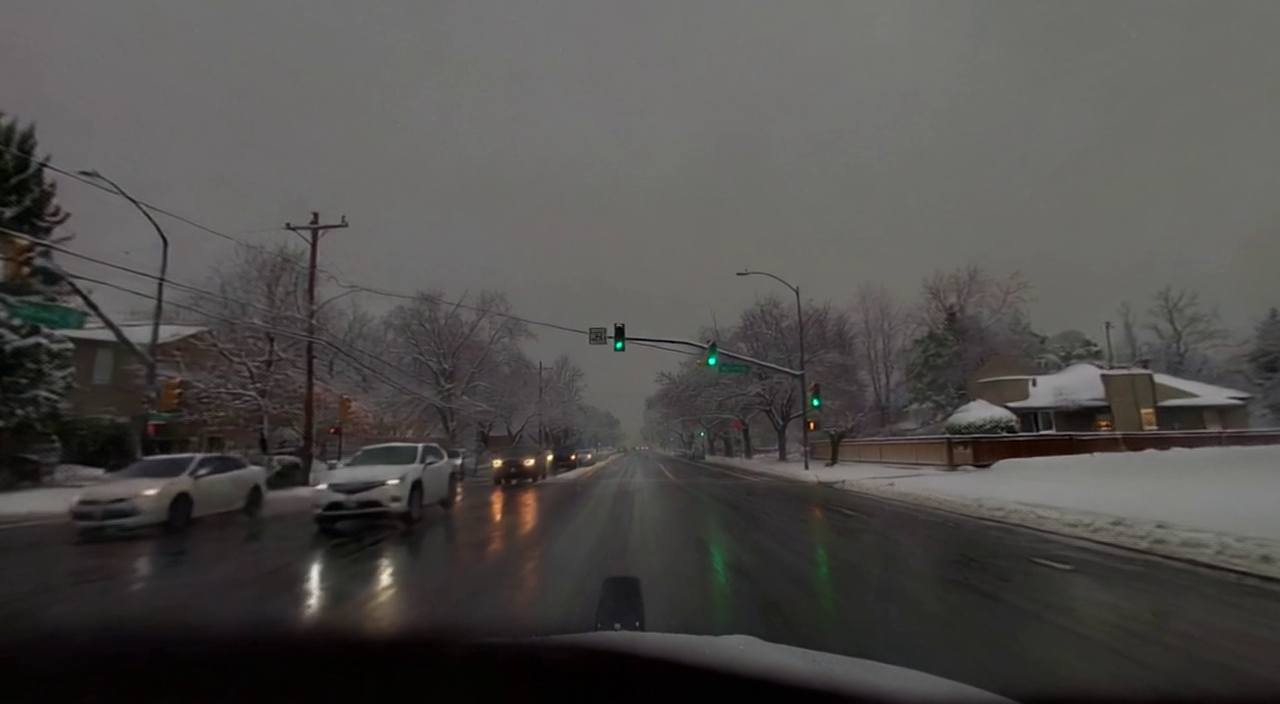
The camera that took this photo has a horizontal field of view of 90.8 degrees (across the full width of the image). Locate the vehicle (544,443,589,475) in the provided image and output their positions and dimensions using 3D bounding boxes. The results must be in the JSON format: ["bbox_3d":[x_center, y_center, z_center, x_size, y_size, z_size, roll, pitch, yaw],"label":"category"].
[{"bbox_3d":[-4.450,6.521,38.811,2.095,1.731,4.462,-1,-8,1],"label":"vehicle"}]

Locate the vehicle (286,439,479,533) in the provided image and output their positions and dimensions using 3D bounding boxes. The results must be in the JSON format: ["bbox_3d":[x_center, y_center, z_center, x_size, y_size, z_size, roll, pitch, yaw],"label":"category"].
[{"bbox_3d":[-4.684,2.453,12.322,2.003,1.462,4.220,-1,-8,0],"label":"vehicle"}]

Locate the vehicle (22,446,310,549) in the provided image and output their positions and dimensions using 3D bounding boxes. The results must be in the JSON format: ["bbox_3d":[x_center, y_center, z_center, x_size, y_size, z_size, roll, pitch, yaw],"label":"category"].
[{"bbox_3d":[-8.415,2.555,11.888,1.985,1.475,4.383,-1,-8,1],"label":"vehicle"}]

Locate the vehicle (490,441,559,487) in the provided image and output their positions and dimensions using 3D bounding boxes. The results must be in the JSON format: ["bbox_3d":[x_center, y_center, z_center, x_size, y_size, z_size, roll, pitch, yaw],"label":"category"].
[{"bbox_3d":[-4.579,4.480,25.627,1.999,1.652,3.962,-1,-8,1],"label":"vehicle"}]
